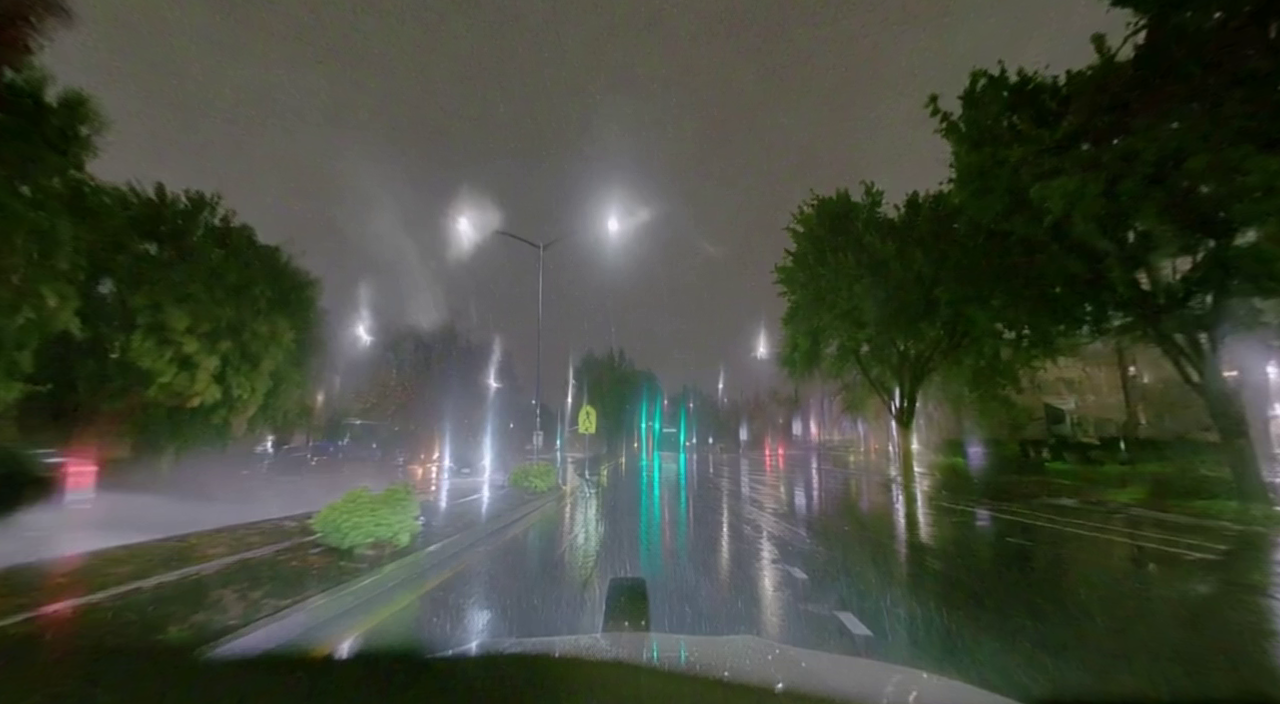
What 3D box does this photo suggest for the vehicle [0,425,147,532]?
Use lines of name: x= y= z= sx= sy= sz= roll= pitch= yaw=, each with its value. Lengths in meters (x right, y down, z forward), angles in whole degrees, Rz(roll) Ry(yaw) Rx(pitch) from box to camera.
vehicle: x=-11.631 y=2.183 z=10.994 sx=2.092 sy=1.746 sz=4.831 roll=0 pitch=-8 yaw=0

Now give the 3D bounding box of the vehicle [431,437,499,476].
vehicle: x=-8.056 y=4.841 z=29.466 sx=1.903 sy=1.644 sz=4.182 roll=0 pitch=-8 yaw=1

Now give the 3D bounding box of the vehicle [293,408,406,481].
vehicle: x=-17.558 y=5.666 z=38.891 sx=3.028 sy=3.724 sz=9.001 roll=-4 pitch=-8 yaw=-2

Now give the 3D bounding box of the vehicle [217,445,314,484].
vehicle: x=-18.020 y=5.399 z=30.632 sx=1.951 sy=1.705 sz=4.480 roll=0 pitch=-8 yaw=0
